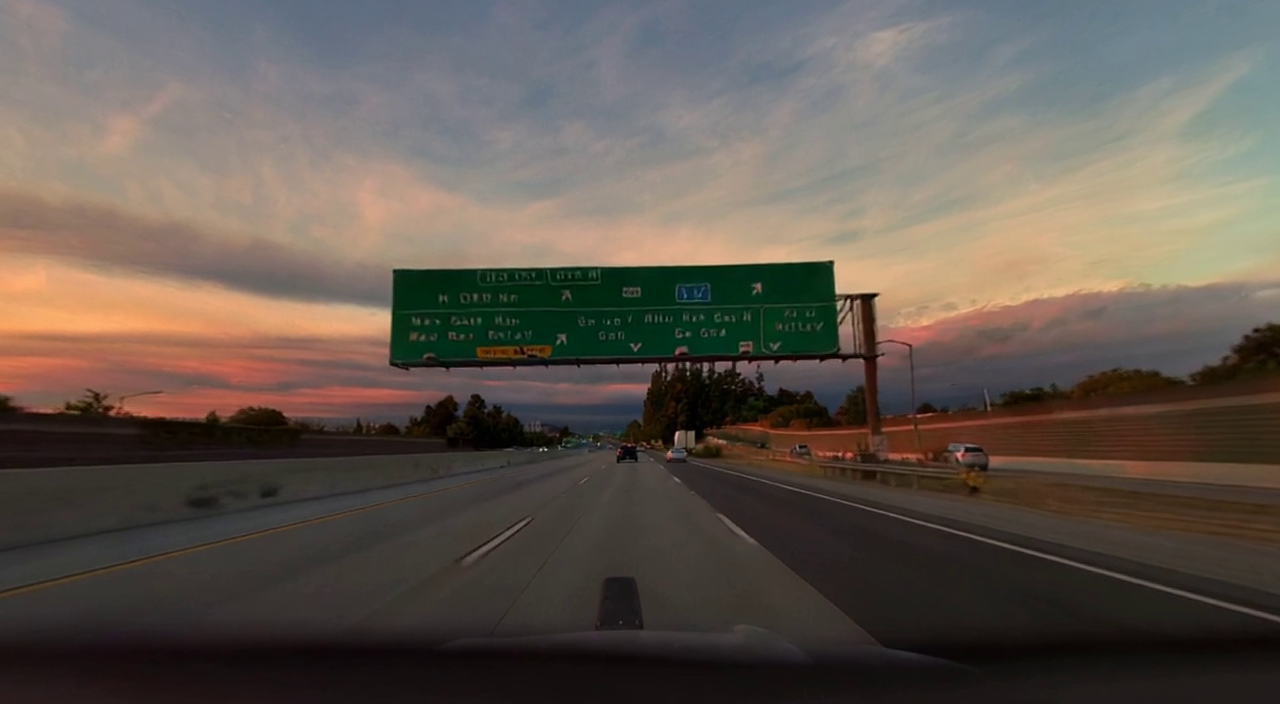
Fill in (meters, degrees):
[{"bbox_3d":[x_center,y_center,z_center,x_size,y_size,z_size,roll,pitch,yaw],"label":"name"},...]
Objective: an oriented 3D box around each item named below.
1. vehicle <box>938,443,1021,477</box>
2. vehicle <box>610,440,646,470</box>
[{"bbox_3d":[16.717,5.337,31.404,1.867,1.563,4.436,-1,-9,3],"label":"vehicle"},{"bbox_3d":[-0.697,6.289,38.730,2.121,1.739,4.087,0,-9,0],"label":"vehicle"}]
